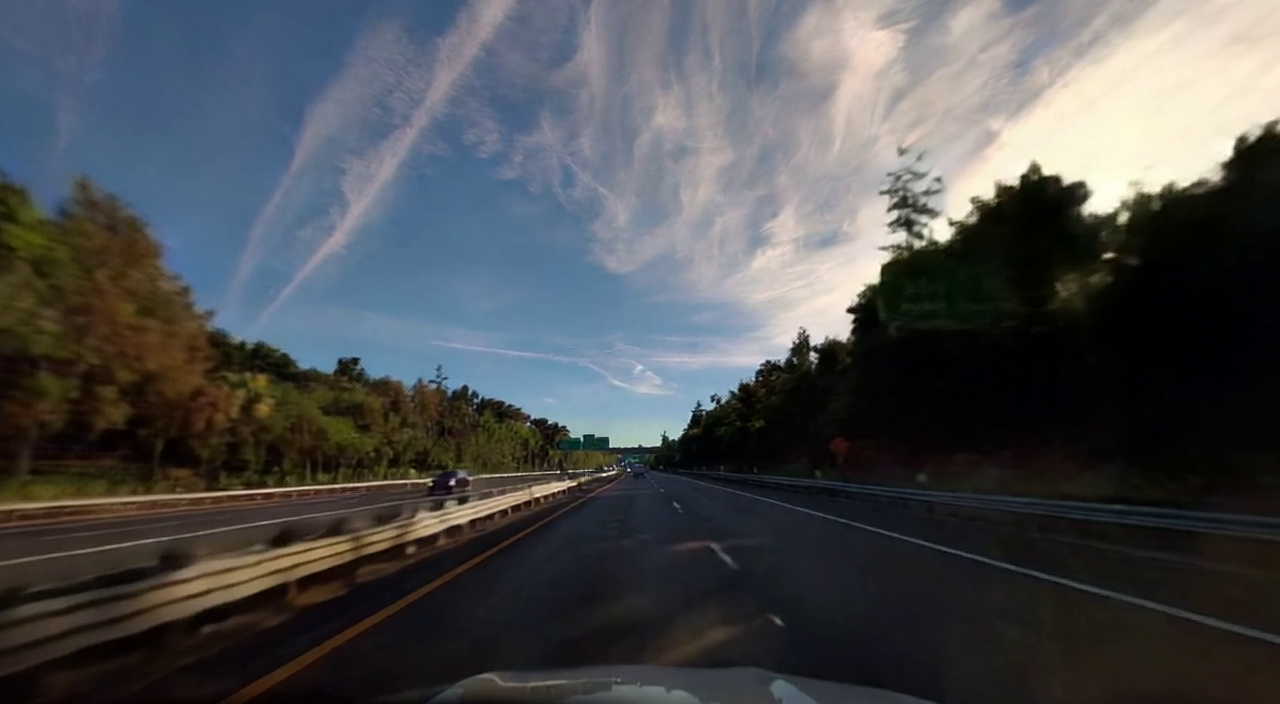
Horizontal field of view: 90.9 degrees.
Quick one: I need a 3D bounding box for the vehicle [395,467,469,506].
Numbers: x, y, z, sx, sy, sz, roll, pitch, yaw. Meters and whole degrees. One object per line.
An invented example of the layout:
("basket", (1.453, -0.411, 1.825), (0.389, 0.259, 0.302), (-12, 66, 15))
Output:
("vehicle", (-9.716, 6.303, 29.841), (2.021, 1.630, 4.251), (1, -10, 0))
